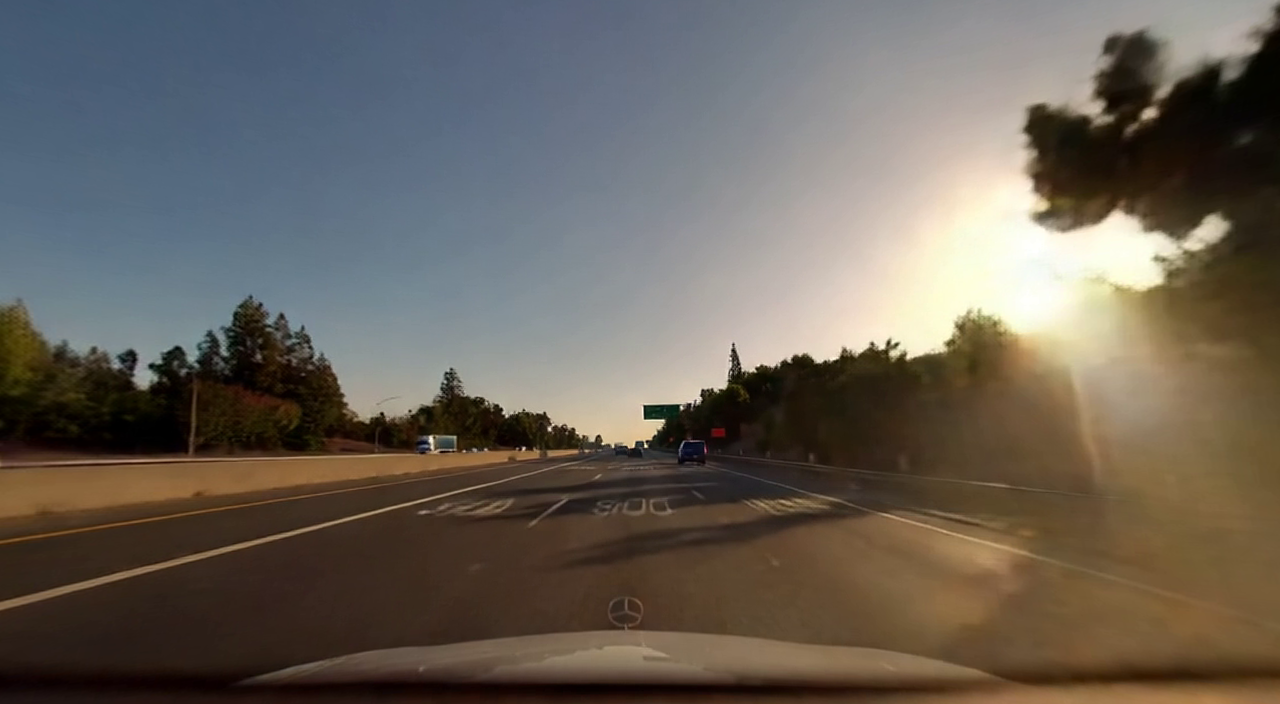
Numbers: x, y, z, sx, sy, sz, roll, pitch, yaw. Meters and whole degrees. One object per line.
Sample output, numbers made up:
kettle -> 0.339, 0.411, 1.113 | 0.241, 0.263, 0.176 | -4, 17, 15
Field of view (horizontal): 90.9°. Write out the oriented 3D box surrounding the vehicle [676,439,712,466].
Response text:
vehicle -> 4.000, 7.542, 47.601 | 2.172, 1.930, 4.879 | 0, -9, -2
